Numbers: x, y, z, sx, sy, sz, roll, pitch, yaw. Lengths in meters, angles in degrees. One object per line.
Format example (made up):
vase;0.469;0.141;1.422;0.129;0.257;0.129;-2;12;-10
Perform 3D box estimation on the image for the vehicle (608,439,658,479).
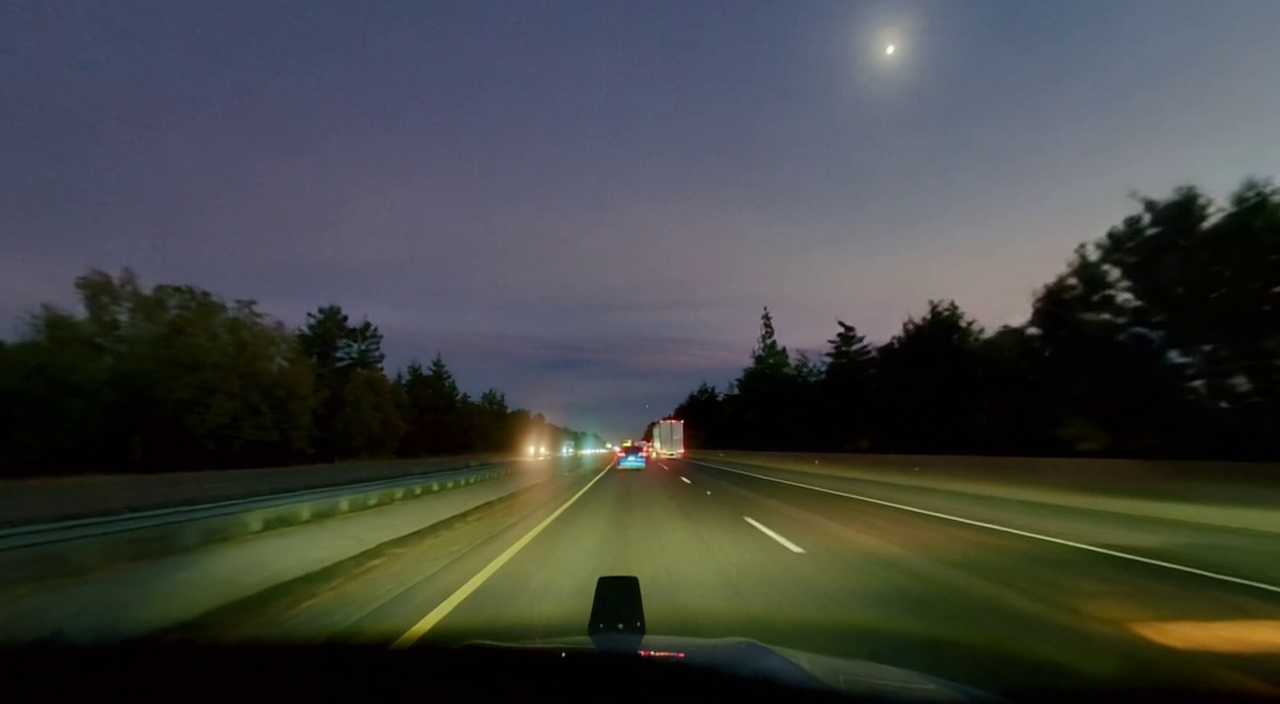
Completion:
vehicle;-0.337;5.003;29.663;2.190;1.706;4.062;0;-9;0
